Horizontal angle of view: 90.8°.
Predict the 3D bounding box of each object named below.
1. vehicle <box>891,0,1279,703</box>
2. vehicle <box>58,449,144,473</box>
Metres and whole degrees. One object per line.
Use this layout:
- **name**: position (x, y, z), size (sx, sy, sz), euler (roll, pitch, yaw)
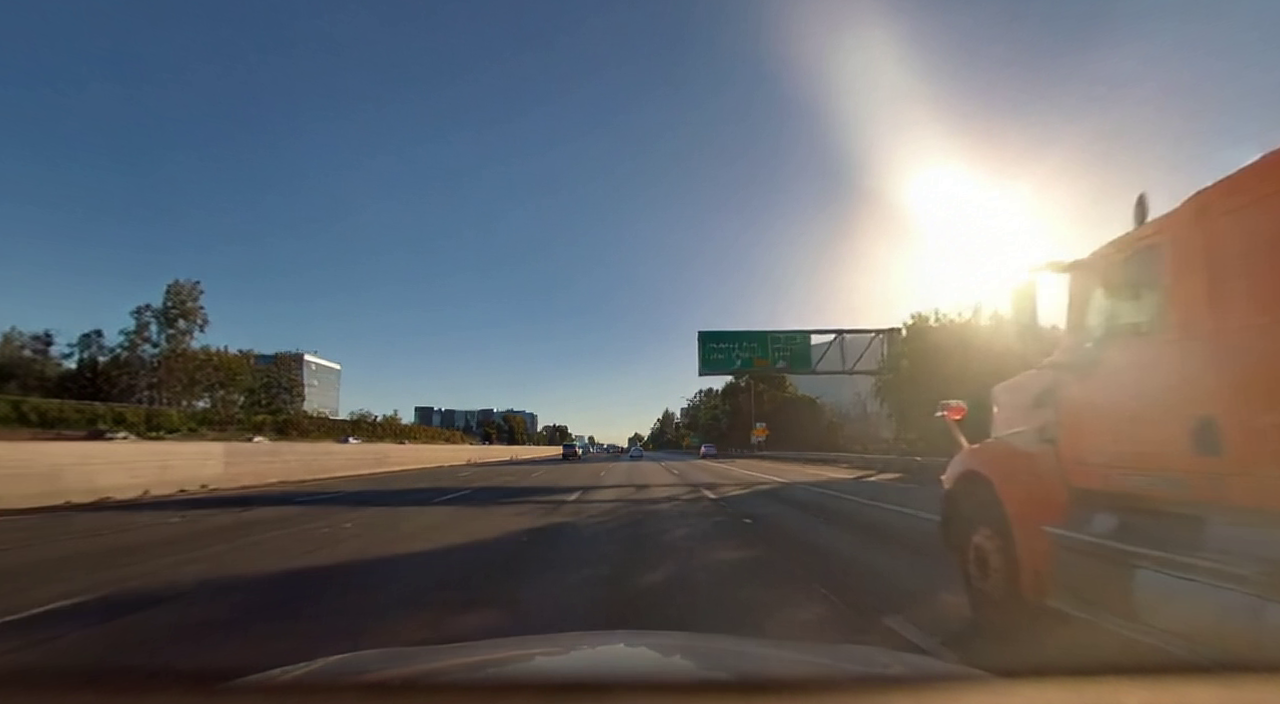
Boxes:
- **vehicle**: position (3.990, -0.240, 0.774), size (2.966, 3.586, 10.563), euler (0, -8, 0)
- **vehicle**: position (-34.223, 6.914, 40.278), size (1.762, 1.449, 4.199), euler (0, -9, -1)
